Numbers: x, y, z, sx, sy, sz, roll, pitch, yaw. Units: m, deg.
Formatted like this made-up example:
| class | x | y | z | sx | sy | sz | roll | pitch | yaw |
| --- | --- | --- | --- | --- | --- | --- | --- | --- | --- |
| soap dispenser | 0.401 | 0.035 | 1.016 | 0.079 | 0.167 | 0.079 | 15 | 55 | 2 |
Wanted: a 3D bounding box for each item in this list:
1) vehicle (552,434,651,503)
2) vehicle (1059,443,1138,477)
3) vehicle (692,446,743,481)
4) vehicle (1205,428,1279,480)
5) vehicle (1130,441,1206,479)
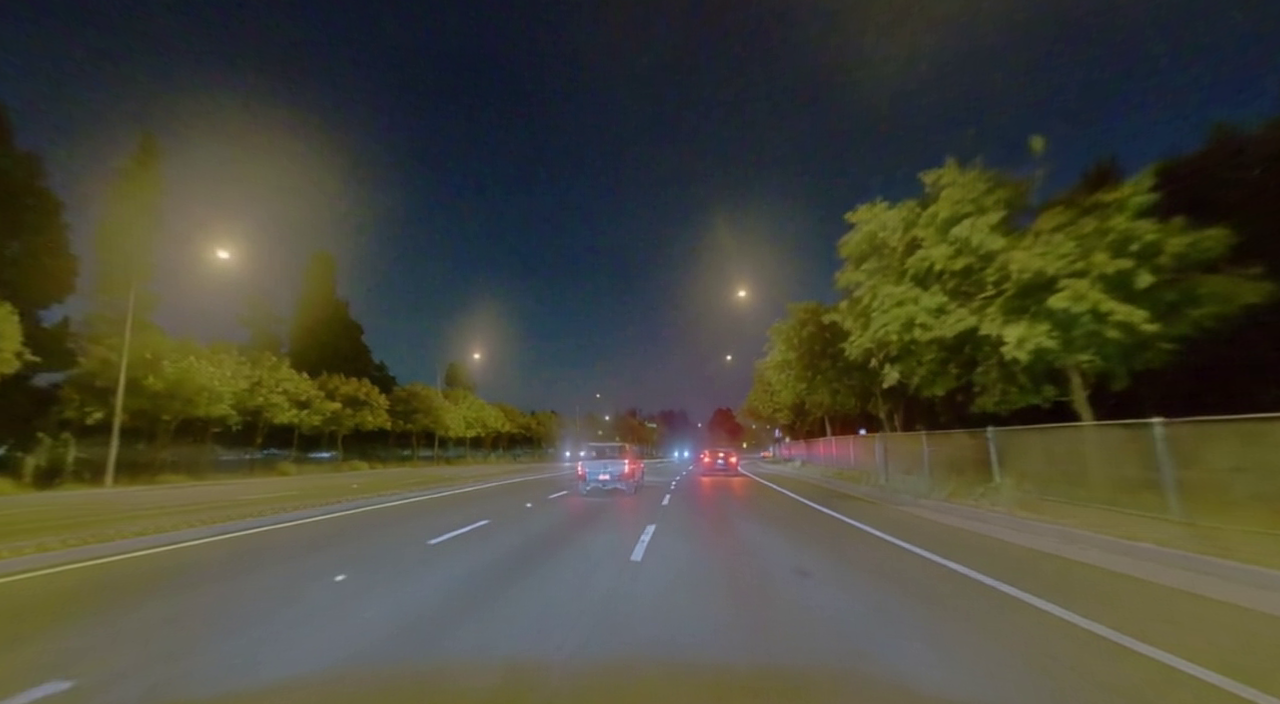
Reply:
| class | x | y | z | sx | sy | sz | roll | pitch | yaw |
| --- | --- | --- | --- | --- | --- | --- | --- | --- | --- |
| vehicle | -0.919 | 3.257 | 18.096 | 2.105 | 1.676 | 4.541 | -1 | -9 | 6 |
| vehicle | 21.458 | 4.996 | 29.506 | 4.404 | 1.469 | 1.947 | 8 | -11 | -41 |
| vehicle | 3.541 | 5.123 | 29.312 | 2.147 | 1.474 | 4.083 | -1 | -9 | 6 |
| vehicle | 24.852 | 4.168 | 25.806 | 2.122 | 1.848 | 4.881 | -14 | -15 | 43 |
| vehicle | 23.442 | 4.750 | 27.984 | 2.039 | 1.440 | 4.655 | -13 | -14 | 43 |
